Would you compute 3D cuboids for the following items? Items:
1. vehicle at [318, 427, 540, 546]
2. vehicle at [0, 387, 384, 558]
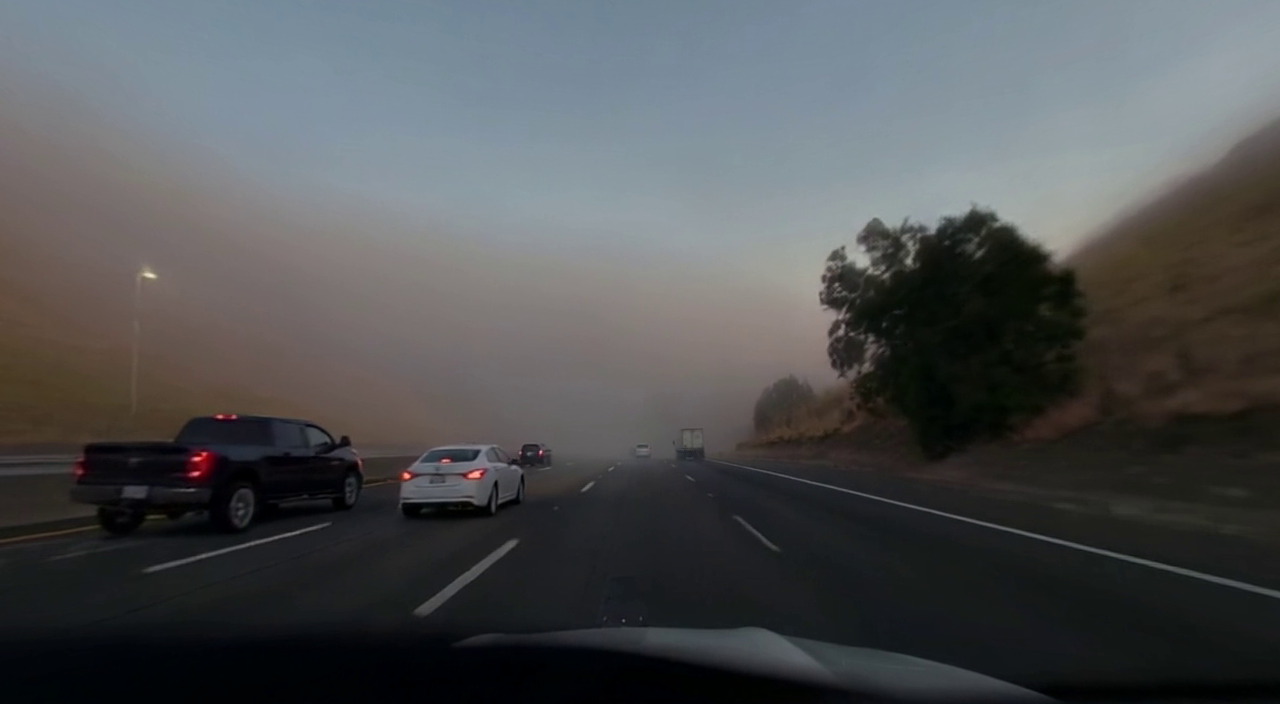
[{"bbox_3d":[-3.162,2.121,10.672,2.091,1.552,4.516,0,-8,2],"label":"vehicle"},{"bbox_3d":[-7.080,1.927,10.864,2.589,2.063,6.206,0,-8,1],"label":"vehicle"}]
